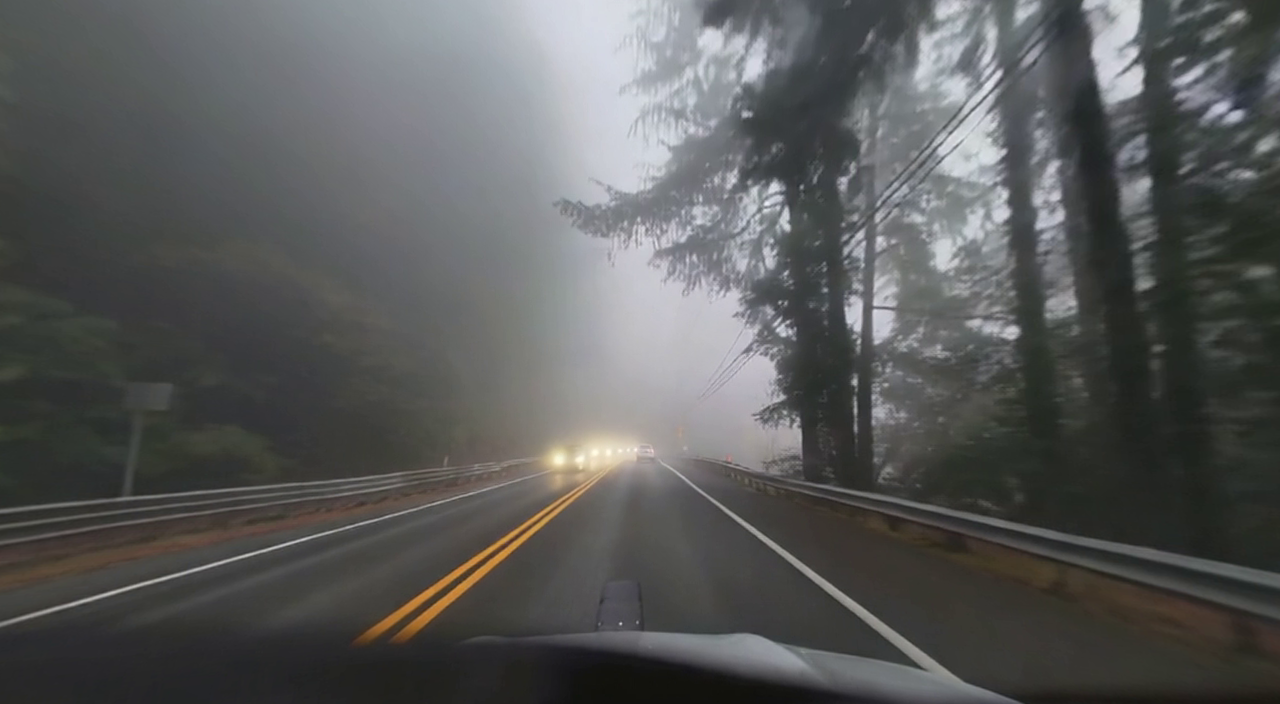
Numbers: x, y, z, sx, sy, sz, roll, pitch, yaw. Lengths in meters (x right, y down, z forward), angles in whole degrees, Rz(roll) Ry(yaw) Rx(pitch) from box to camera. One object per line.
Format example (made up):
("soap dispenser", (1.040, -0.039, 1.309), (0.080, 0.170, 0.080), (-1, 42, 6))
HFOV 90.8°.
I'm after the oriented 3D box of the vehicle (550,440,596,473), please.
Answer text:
("vehicle", (-3.734, 5.920, 35.891), (2.155, 1.727, 4.142), (0, -9, 1))
